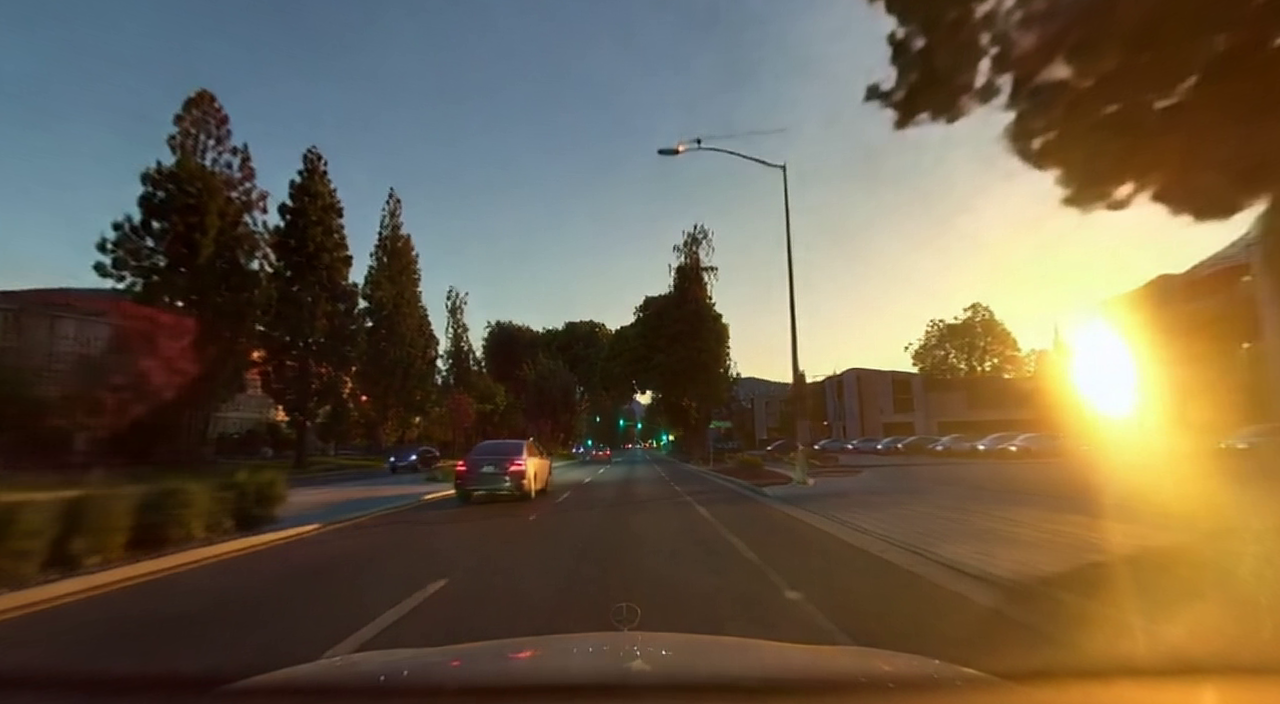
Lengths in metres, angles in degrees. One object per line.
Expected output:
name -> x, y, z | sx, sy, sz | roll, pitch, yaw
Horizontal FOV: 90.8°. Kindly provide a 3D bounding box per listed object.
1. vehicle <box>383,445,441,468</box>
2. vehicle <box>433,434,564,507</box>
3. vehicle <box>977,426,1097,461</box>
vehicle -> -14.759, 6.762, 41.187 | 2.114, 1.429, 4.532 | 0, -8, -1
vehicle -> -3.219, 2.813, 15.538 | 2.011, 1.498, 4.914 | 0, -8, 1
vehicle -> 19.312, 4.482, 30.856 | 4.465, 1.587, 2.178 | 0, -11, -7
